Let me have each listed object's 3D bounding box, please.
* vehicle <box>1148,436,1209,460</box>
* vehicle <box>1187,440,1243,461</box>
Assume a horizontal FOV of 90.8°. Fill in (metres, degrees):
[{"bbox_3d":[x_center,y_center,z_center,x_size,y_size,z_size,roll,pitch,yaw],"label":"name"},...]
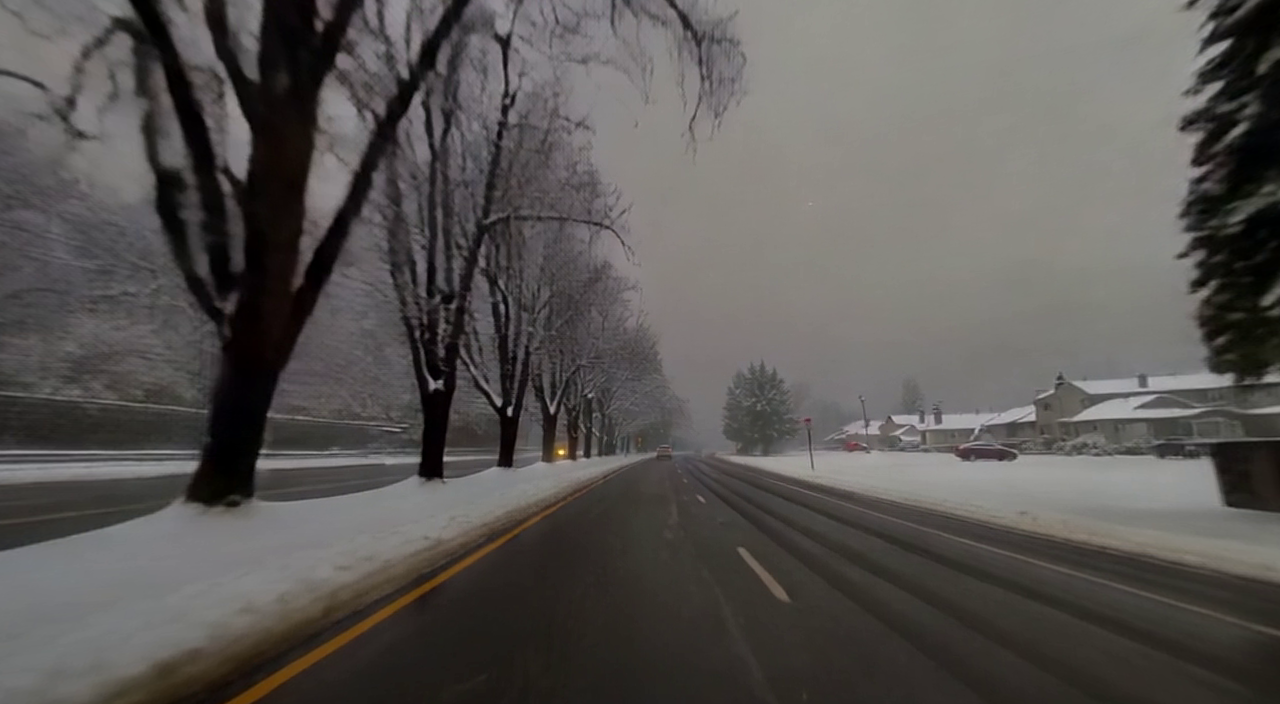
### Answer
[{"bbox_3d":[42.269,7.553,49.571,4.494,1.782,2.212,5,-10,-32],"label":"vehicle"},{"bbox_3d":[42.576,7.276,46.741,4.028,1.539,1.815,5,-10,-31],"label":"vehicle"}]
